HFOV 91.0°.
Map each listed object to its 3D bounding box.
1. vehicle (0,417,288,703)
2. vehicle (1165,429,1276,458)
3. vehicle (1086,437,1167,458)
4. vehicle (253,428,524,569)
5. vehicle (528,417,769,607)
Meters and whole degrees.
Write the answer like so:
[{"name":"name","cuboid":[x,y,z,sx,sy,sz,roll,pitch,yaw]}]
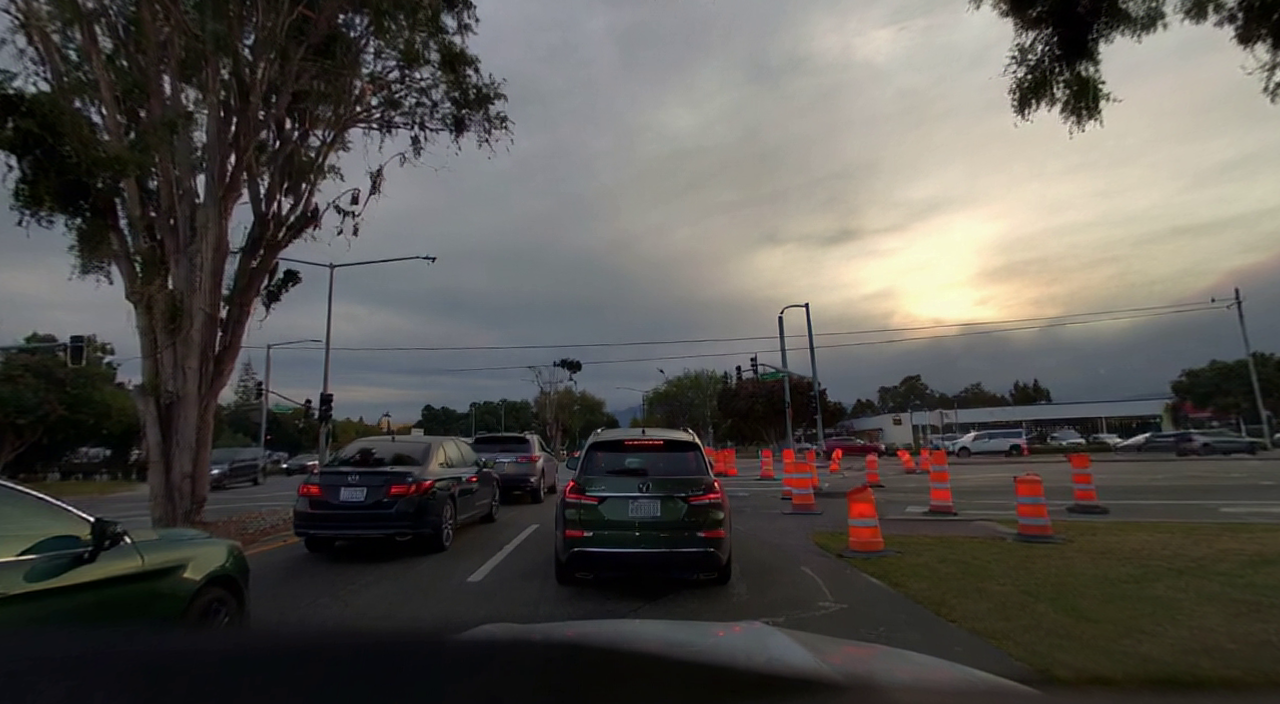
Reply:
[{"name":"vehicle","cuboid":[-3.593,0.947,2.144,1.964,1.497,4.722,0,-9,1]},{"name":"vehicle","cuboid":[37.529,5.914,40.816,5.043,1.759,2.085,0,-9,1]},{"name":"vehicle","cuboid":[36.438,7.170,47.196,4.581,1.480,1.752,1,-9,0]},{"name":"vehicle","cuboid":[-3.268,1.998,9.439,1.989,1.541,4.626,0,-9,2]},{"name":"vehicle","cuboid":[0.116,1.627,7.207,2.021,1.560,3.676,0,-9,1]}]
